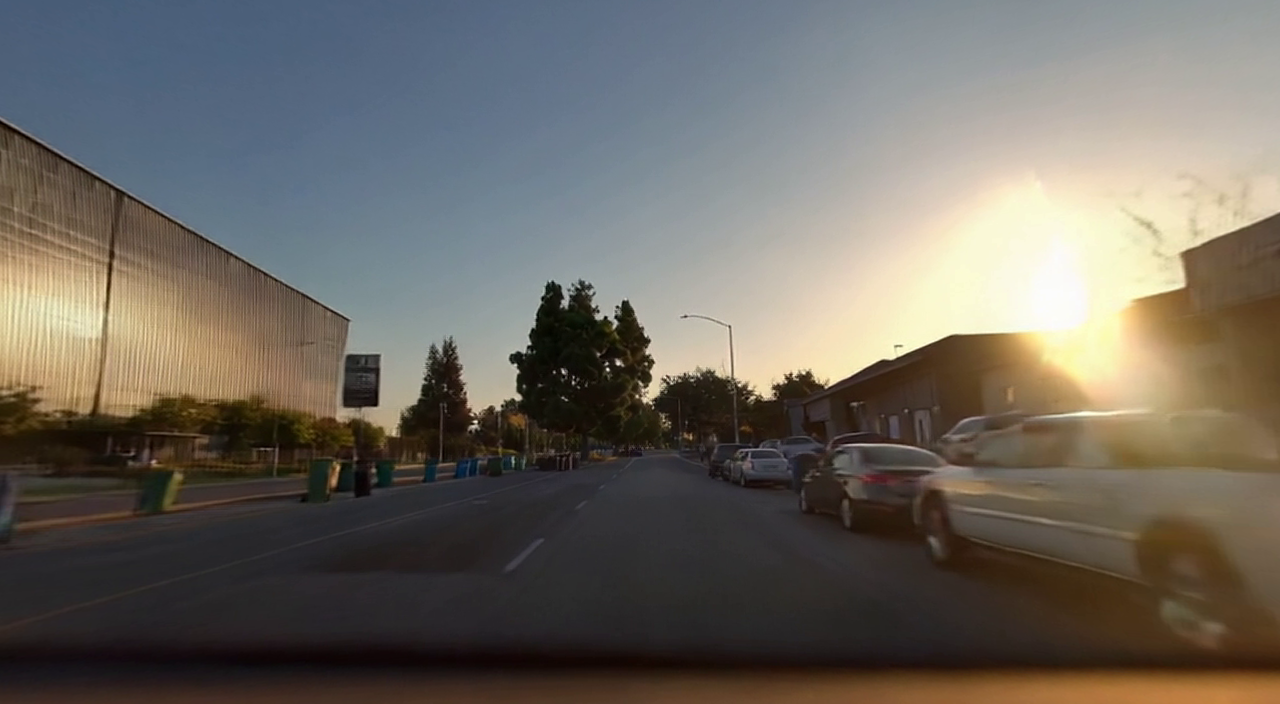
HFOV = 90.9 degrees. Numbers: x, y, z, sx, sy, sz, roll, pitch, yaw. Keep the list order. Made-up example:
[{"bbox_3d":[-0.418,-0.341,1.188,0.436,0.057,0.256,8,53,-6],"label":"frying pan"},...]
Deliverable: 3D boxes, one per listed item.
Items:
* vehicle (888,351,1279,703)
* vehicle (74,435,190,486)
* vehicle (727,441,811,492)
[{"bbox_3d":[3.965,1.173,4.775,2.078,1.771,5.174,0,-8,0],"label":"vehicle"},{"bbox_3d":[-36.069,7.673,45.118,2.736,3.317,6.453,0,-8,0],"label":"vehicle"},{"bbox_3d":[4.451,4.004,22.583,1.962,1.590,5.179,0,-8,1],"label":"vehicle"}]
